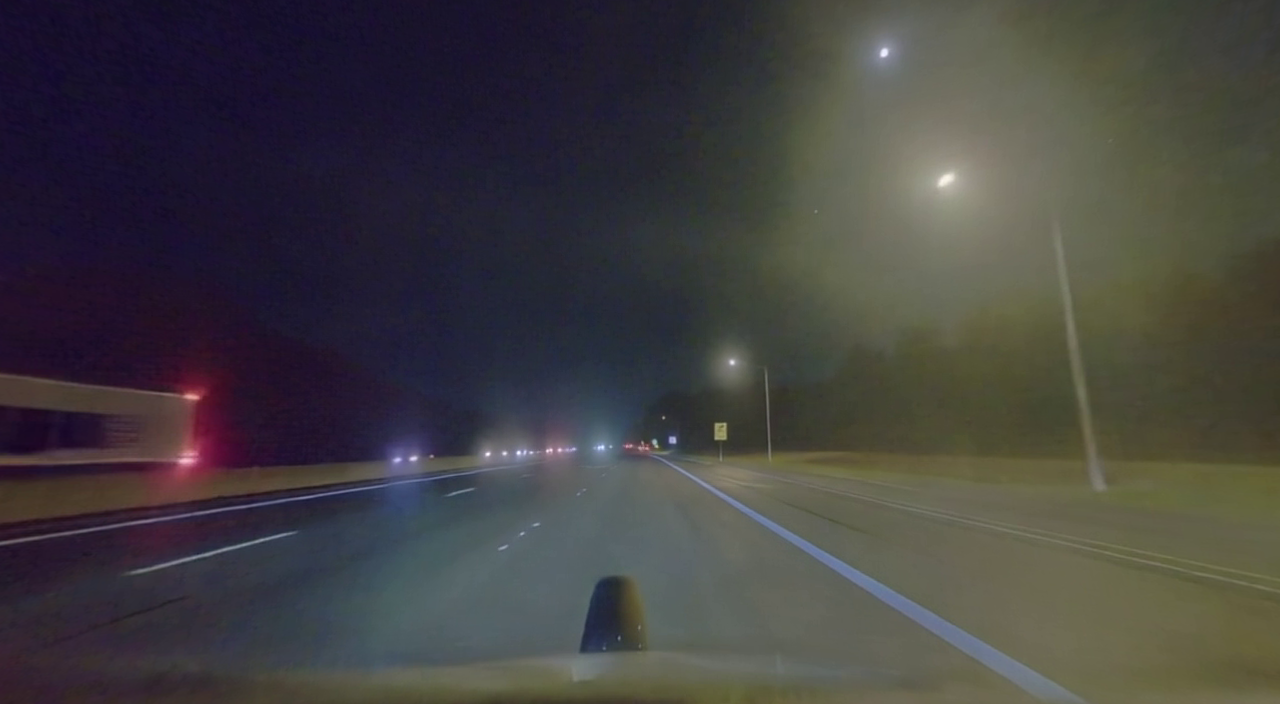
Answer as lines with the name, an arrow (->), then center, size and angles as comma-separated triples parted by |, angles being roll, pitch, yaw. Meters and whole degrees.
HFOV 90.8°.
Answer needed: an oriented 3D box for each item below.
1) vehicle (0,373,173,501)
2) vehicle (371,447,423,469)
vehicle -> -22.612, 2.817, 20.827 | 3.417, 4.120, 14.262 | 0, -9, 0
vehicle -> -18.593, 8.093, 48.472 | 2.163, 1.564, 4.548 | 0, -9, 0
